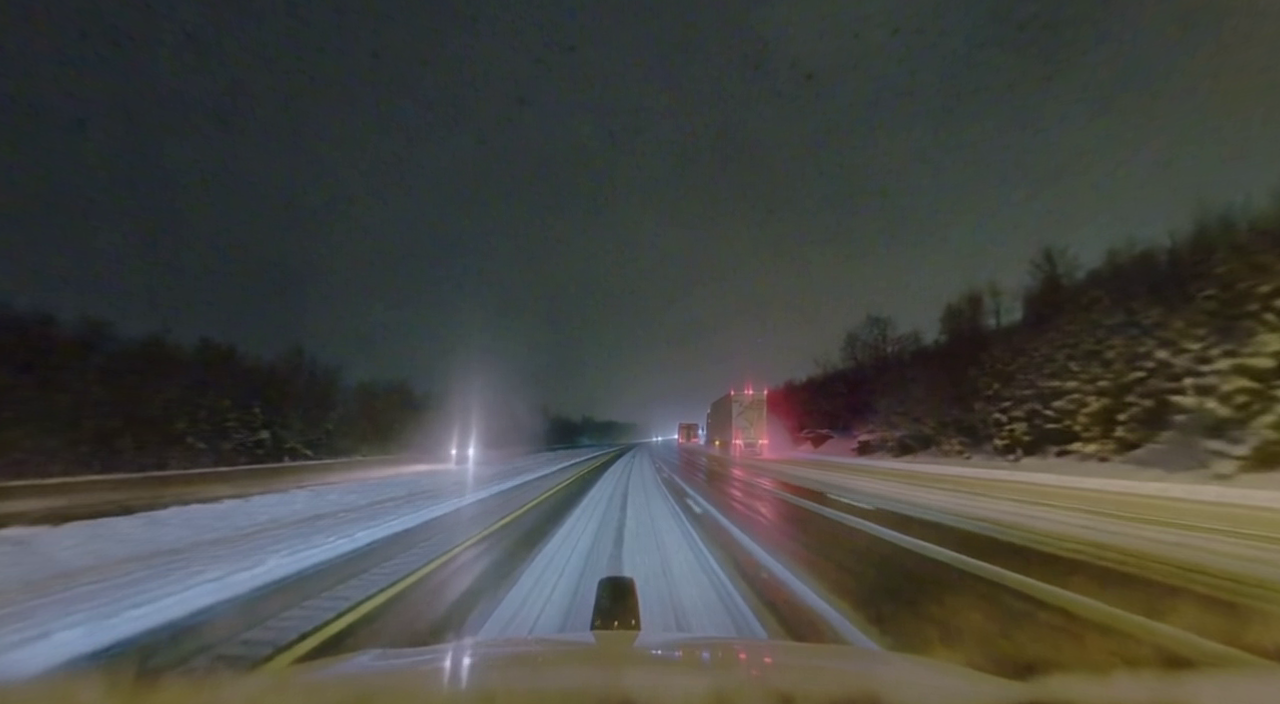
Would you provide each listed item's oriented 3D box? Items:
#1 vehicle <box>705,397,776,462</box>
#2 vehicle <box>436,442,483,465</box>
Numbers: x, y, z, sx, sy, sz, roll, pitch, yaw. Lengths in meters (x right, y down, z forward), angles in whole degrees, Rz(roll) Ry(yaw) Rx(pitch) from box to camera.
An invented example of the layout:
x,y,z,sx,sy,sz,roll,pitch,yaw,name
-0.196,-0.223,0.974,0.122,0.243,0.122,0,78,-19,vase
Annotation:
x,y,z,sx,sy,sz,roll,pitch,yaw,name
7.052,5.856,46.656,2.885,4.075,13.981,0,-8,0,vehicle
-12.474,6.989,43.725,1.977,1.473,4.523,0,-8,0,vehicle
